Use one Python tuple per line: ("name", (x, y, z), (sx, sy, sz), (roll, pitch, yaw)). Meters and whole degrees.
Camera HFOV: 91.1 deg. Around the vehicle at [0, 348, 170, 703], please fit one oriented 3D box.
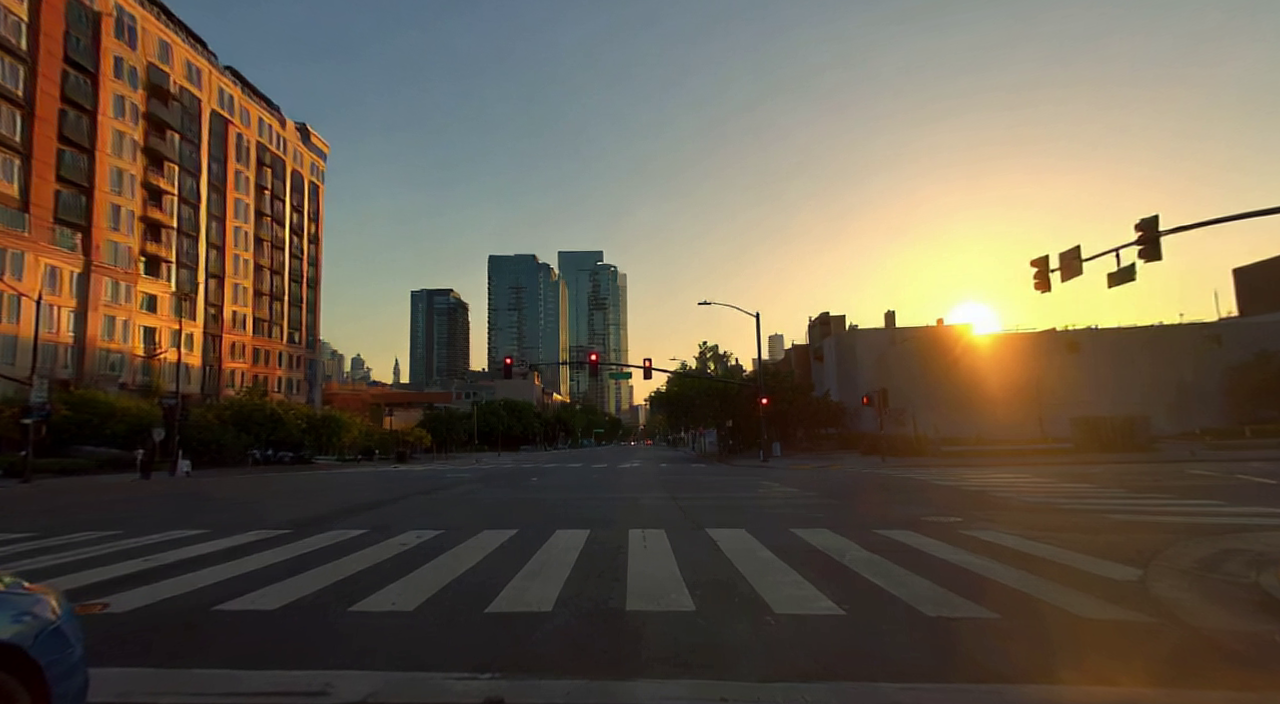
("vehicle", (-3.636, 0.619, 1.066), (2.109, 1.692, 4.587), (0, -8, 0))
